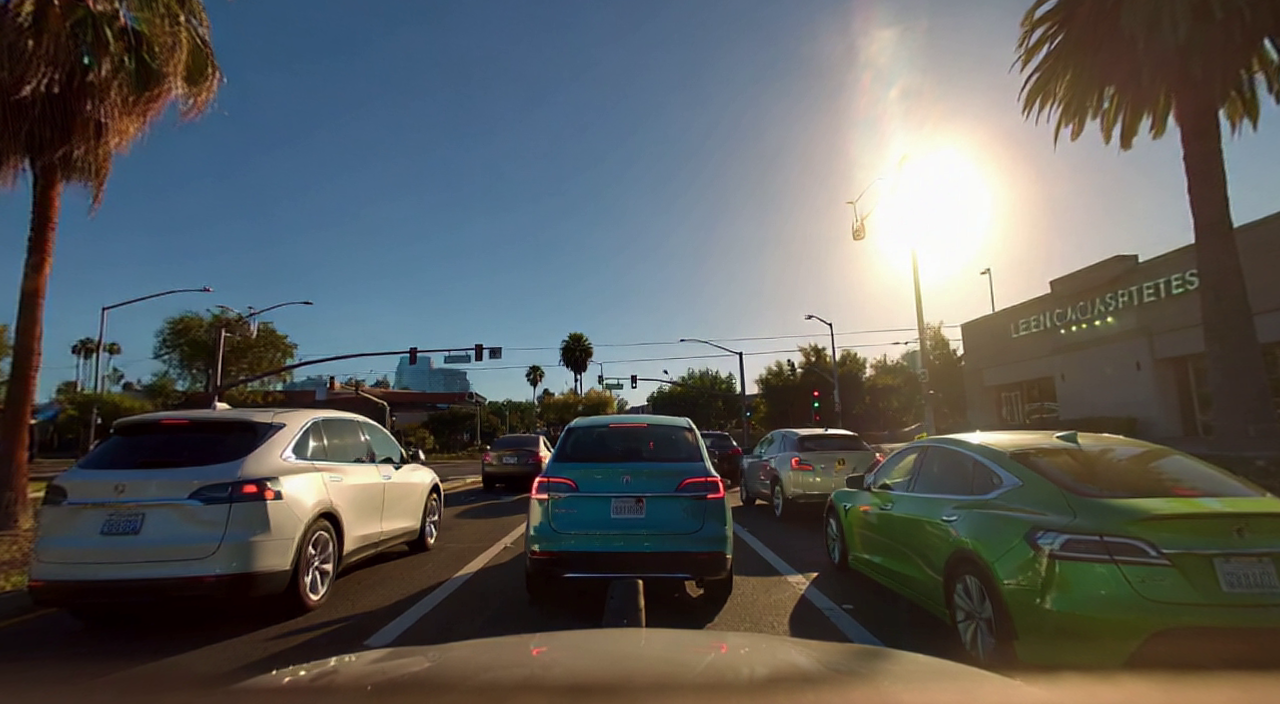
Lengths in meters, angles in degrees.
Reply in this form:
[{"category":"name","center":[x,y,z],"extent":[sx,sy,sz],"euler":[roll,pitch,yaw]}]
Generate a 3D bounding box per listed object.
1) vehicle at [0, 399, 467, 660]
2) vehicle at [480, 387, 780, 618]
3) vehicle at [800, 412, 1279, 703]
[{"category":"vehicle","center":[-3.351,1.385,6.052],"extent":[2.014,1.534,4.455],"euler":[0,-8,1]},{"category":"vehicle","center":[-0.138,1.466,7.068],"extent":[2.280,1.747,4.361],"euler":[0,-8,-2]},{"category":"vehicle","center":[2.971,1.373,5.250],"extent":[2.017,1.491,4.611],"euler":[0,-8,-1]}]
